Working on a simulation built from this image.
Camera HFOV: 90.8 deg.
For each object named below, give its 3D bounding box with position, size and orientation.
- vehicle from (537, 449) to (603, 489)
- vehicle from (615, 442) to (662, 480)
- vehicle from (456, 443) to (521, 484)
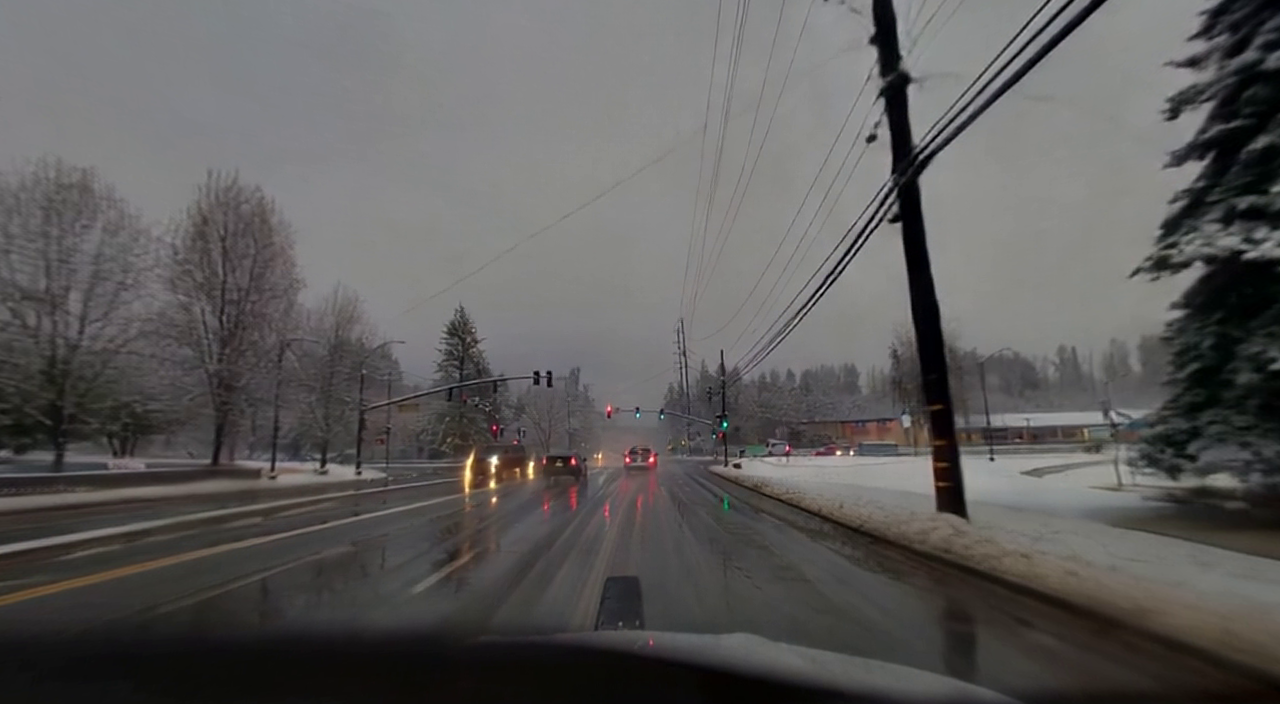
[{"bbox_3d":[-2.804,4.806,26.306,2.064,1.464,4.373,0,-9,2],"label":"vehicle"},{"bbox_3d":[-0.006,5.739,33.428,2.276,1.850,3.897,0,-9,3],"label":"vehicle"},{"bbox_3d":[-7.042,5.196,29.796,1.860,1.754,4.089,0,-9,2],"label":"vehicle"}]
